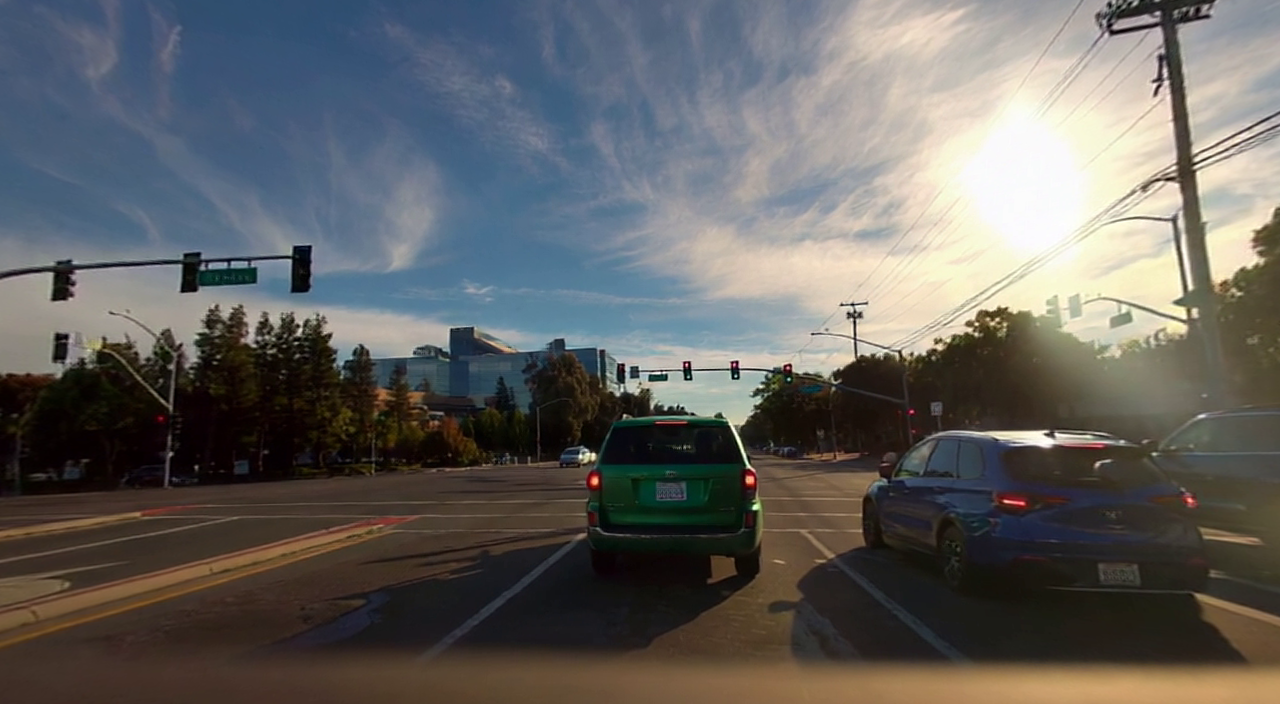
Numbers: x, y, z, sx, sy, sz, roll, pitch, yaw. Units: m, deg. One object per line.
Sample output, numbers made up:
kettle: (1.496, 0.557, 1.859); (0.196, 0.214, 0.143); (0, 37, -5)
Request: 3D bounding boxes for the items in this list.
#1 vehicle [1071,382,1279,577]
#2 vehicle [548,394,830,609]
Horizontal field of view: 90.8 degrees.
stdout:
vehicle: (7.143, 1.292, 6.575); (2.119, 1.827, 4.806); (-1, -9, 4)
vehicle: (0.479, 1.541, 7.351); (2.285, 1.729, 4.252); (-1, -9, 3)
